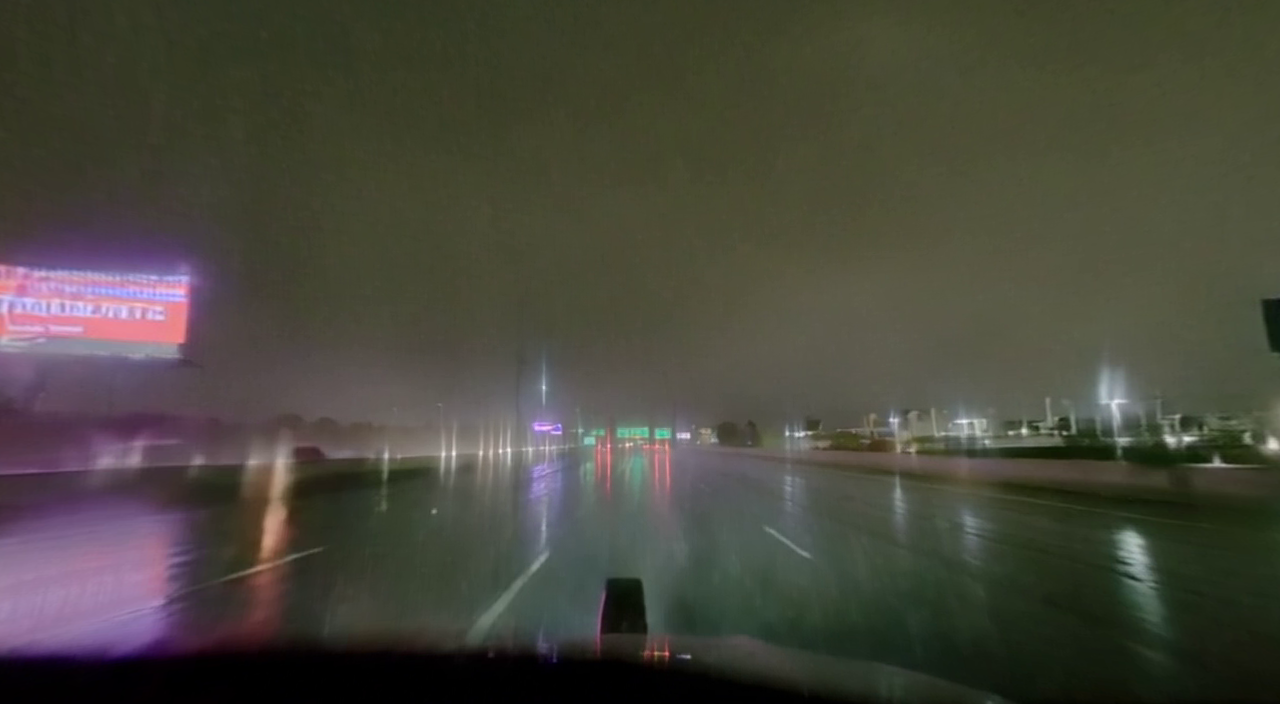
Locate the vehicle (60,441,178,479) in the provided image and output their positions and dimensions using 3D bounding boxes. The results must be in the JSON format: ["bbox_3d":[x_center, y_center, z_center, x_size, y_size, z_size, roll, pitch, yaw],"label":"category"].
[{"bbox_3d":[-25.815,5.359,31.338,1.975,1.733,4.491,0,-9,0],"label":"vehicle"}]

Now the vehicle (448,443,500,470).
[{"bbox_3d":[-10.199,6.454,38.950,1.974,1.513,4.584,0,-9,0],"label":"vehicle"}]

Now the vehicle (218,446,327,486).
[{"bbox_3d":[-15.445,4.782,26.711,1.871,1.511,4.449,0,-9,1],"label":"vehicle"}]
